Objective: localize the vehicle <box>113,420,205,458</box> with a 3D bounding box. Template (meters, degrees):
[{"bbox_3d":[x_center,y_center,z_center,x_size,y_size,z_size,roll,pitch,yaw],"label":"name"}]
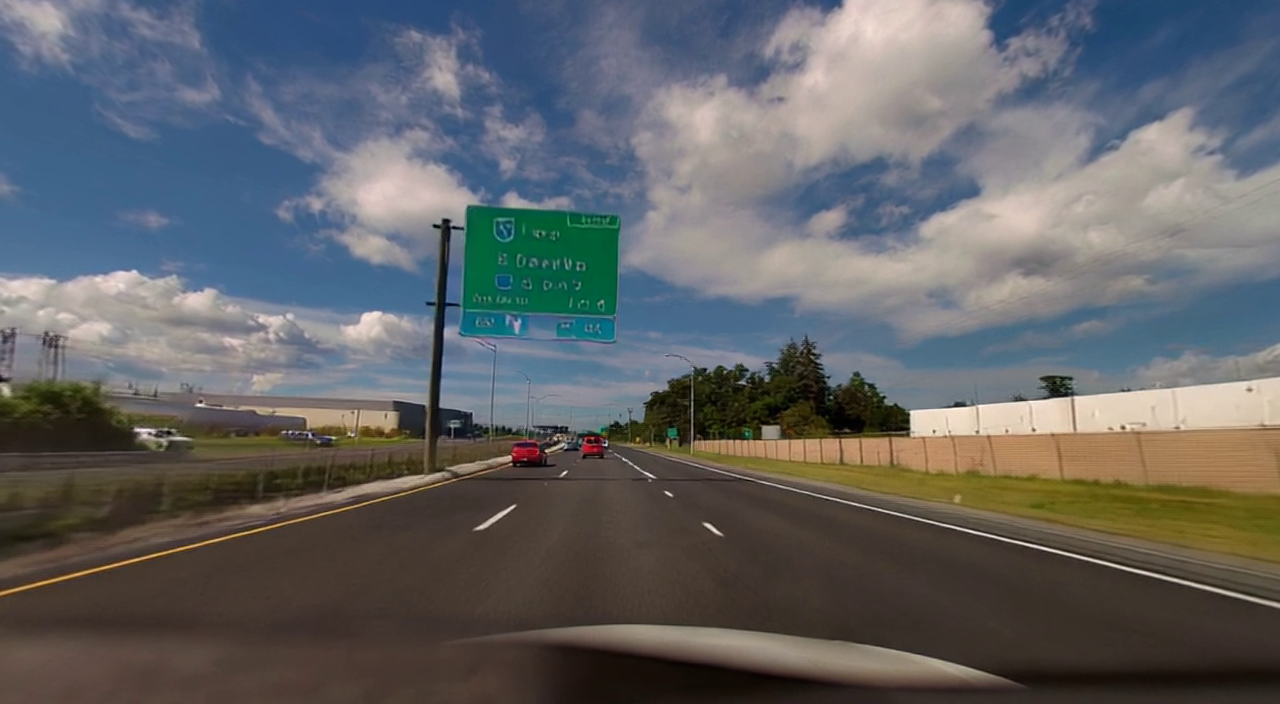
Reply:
[{"bbox_3d":[-30.933,5.622,40.739,2.173,2.174,5.446,4,-8,-8],"label":"vehicle"}]

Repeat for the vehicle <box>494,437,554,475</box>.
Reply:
[{"bbox_3d":[-5.114,4.626,28.221,2.045,1.547,4.162,0,-8,-2],"label":"vehicle"}]

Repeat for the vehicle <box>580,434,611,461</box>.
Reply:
[{"bbox_3d":[-3.299,7.177,47.324,2.260,1.901,4.665,0,-8,-3],"label":"vehicle"}]
